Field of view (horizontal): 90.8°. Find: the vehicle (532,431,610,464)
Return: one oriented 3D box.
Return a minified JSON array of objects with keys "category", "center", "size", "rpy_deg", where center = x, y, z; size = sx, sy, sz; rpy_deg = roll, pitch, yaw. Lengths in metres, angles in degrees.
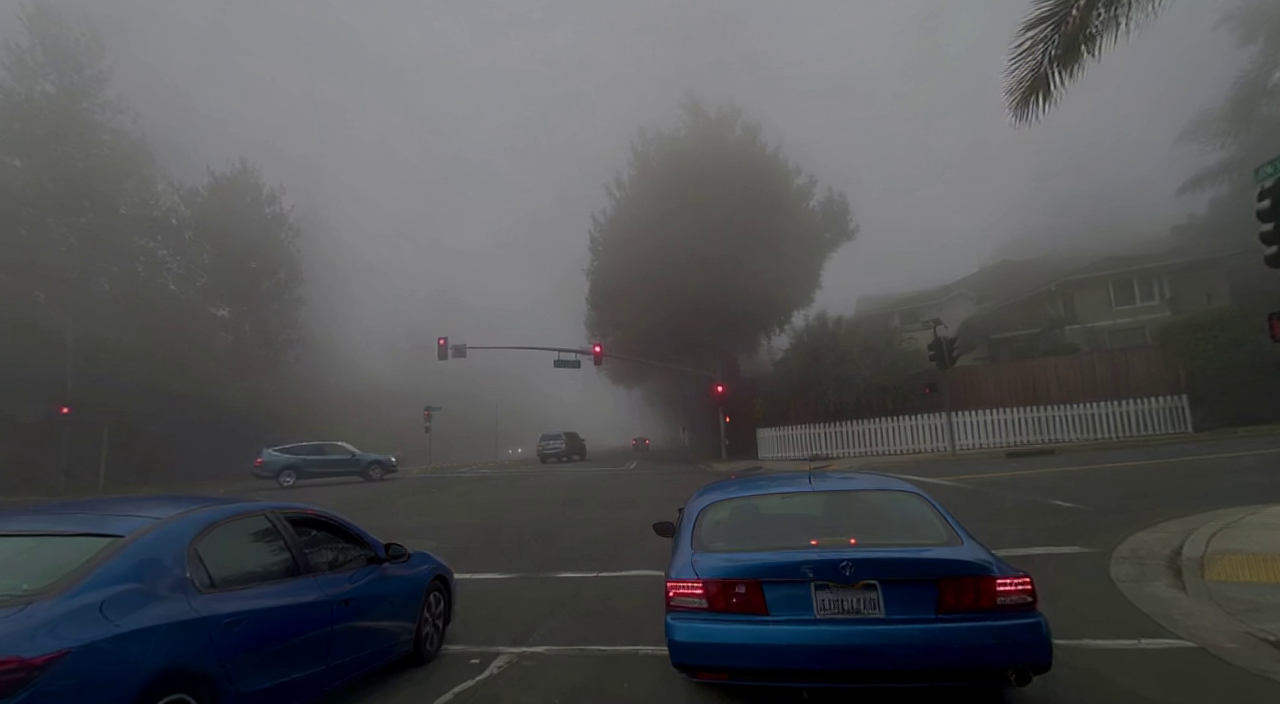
[{"category":"vehicle","center":[-3.919,5.604,37.012],"size":[2.393,1.775,5.204],"rpy_deg":[-4,-9,21]}]

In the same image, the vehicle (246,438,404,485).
[{"category":"vehicle","center":[-11.567,4.004,23.430],"size":[4.777,1.541,2.083],"rpy_deg":[8,-12,-43]}]
